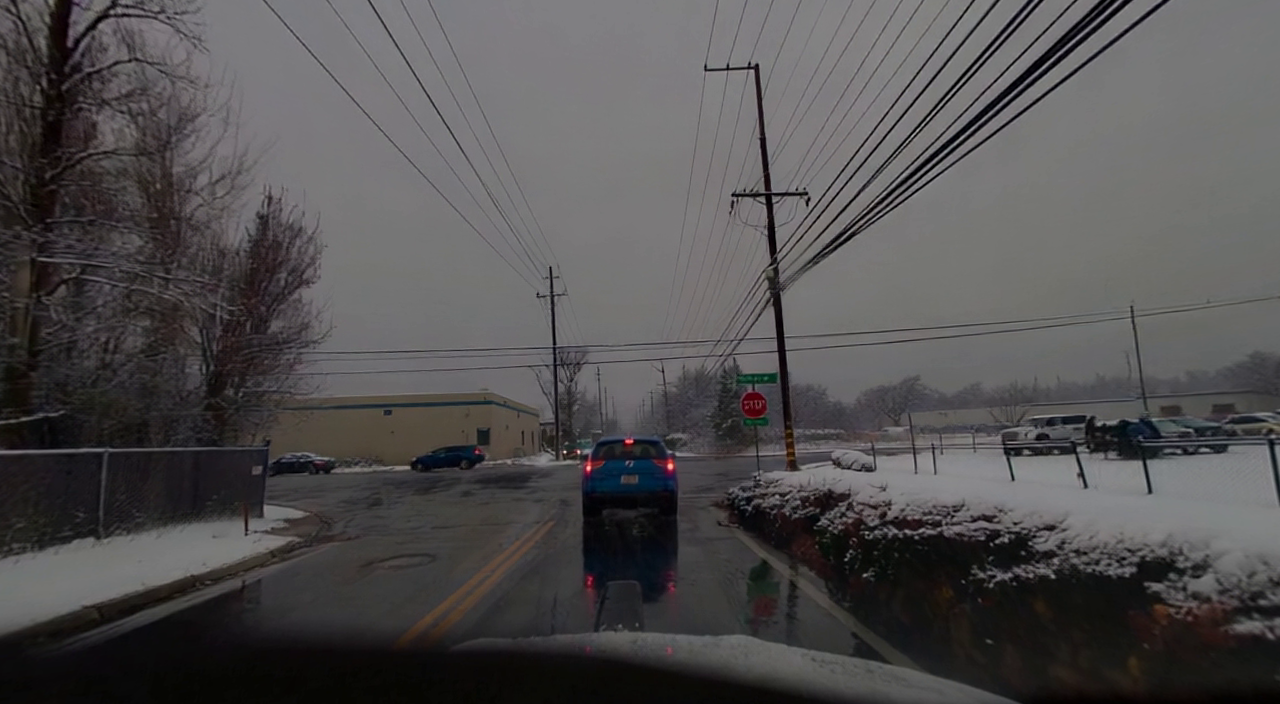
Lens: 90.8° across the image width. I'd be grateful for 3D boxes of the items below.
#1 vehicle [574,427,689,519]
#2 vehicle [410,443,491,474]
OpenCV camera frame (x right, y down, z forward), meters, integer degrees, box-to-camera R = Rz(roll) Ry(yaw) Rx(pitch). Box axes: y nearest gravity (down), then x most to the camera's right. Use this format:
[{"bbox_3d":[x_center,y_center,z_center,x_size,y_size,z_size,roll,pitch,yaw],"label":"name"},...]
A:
[{"bbox_3d":[-0.205,2.566,13.964,2.137,1.698,4.166,0,-8,-1],"label":"vehicle"},{"bbox_3d":[-11.672,6.535,38.953,4.415,1.753,2.029,-4,-9,24],"label":"vehicle"}]
